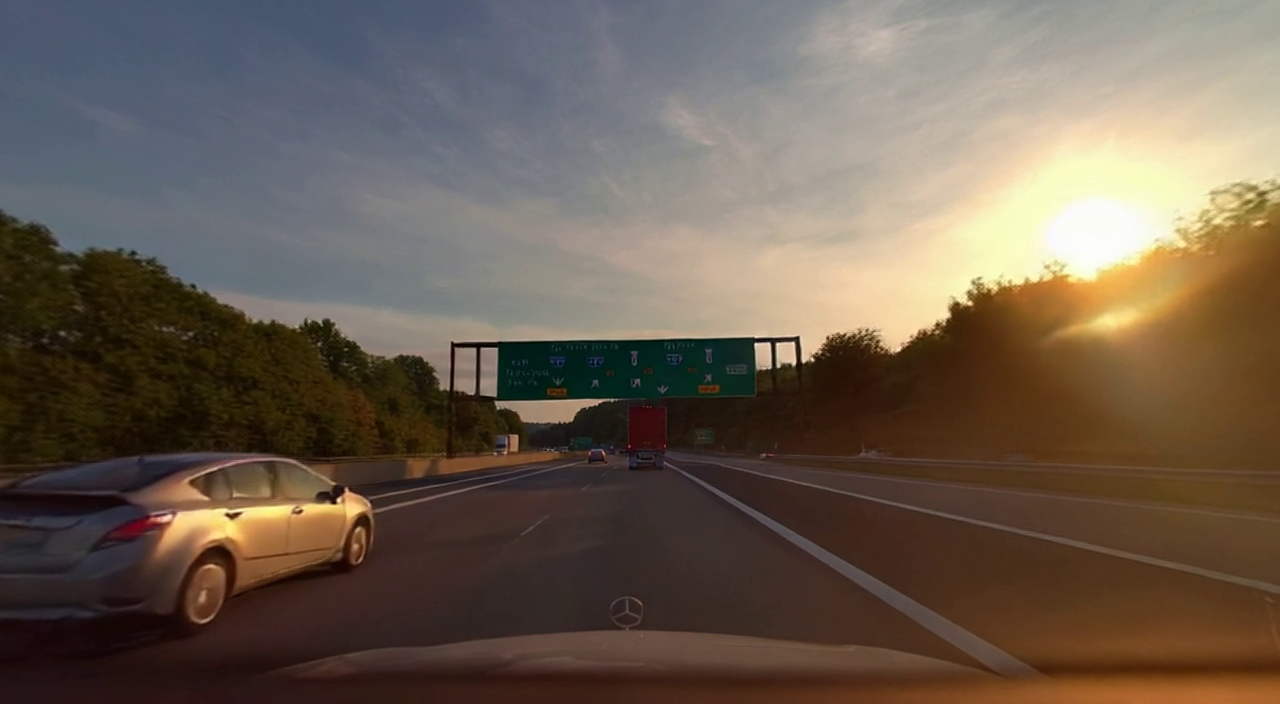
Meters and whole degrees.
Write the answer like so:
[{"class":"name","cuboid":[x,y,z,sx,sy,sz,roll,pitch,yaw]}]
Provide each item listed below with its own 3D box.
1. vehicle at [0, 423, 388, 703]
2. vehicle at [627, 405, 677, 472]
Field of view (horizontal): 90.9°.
[{"class":"vehicle","cuboid":[-3.985,1.404,5.188,1.931,1.466,4.458,0,-9,1]},{"class":"vehicle","cuboid":[0.768,6.065,43.650,3.022,4.072,10.318,0,-9,0]}]
